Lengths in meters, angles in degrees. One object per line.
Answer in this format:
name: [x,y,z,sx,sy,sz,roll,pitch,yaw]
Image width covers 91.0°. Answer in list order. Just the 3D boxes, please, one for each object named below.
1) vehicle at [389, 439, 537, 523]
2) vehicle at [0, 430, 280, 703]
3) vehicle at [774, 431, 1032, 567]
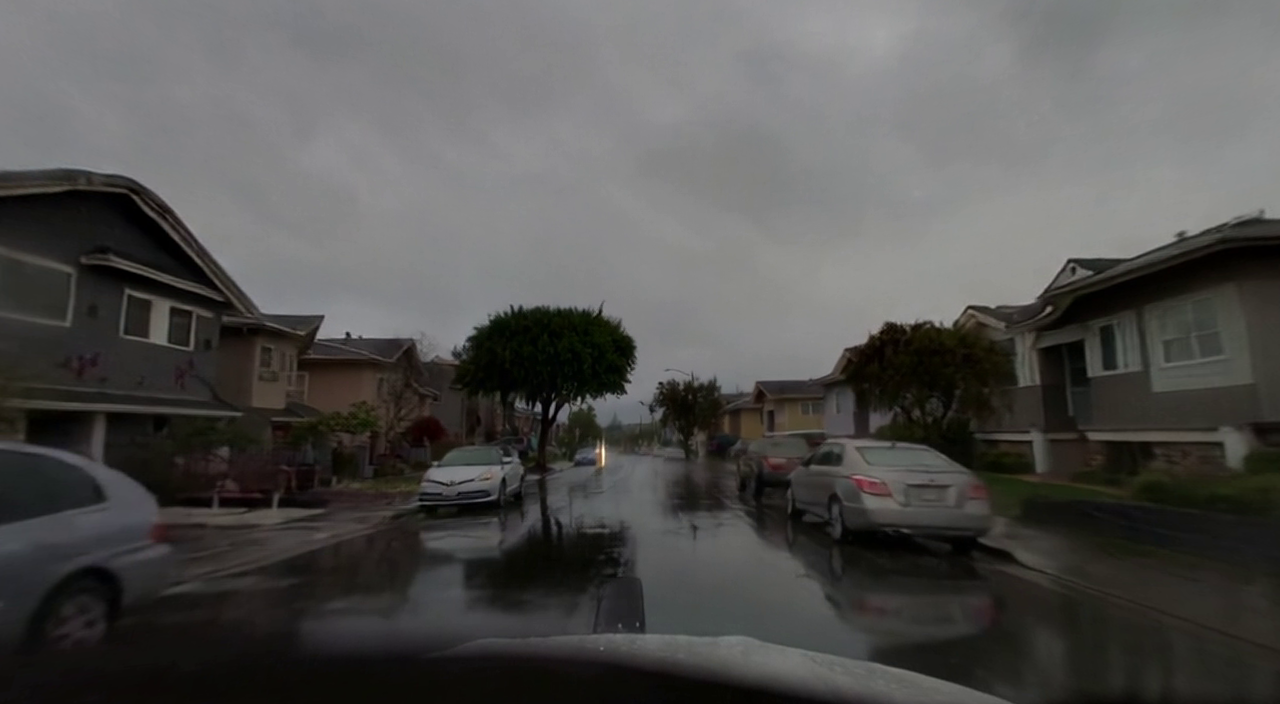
vehicle: [-3.833,2.835,14.611,2.089,1.508,4.537,2,-7,0]
vehicle: [-4.256,1.114,3.025,2.020,1.470,5.300,0,-8,-1]
vehicle: [3.396,1.967,9.273,1.888,1.484,4.476,0,-8,0]
